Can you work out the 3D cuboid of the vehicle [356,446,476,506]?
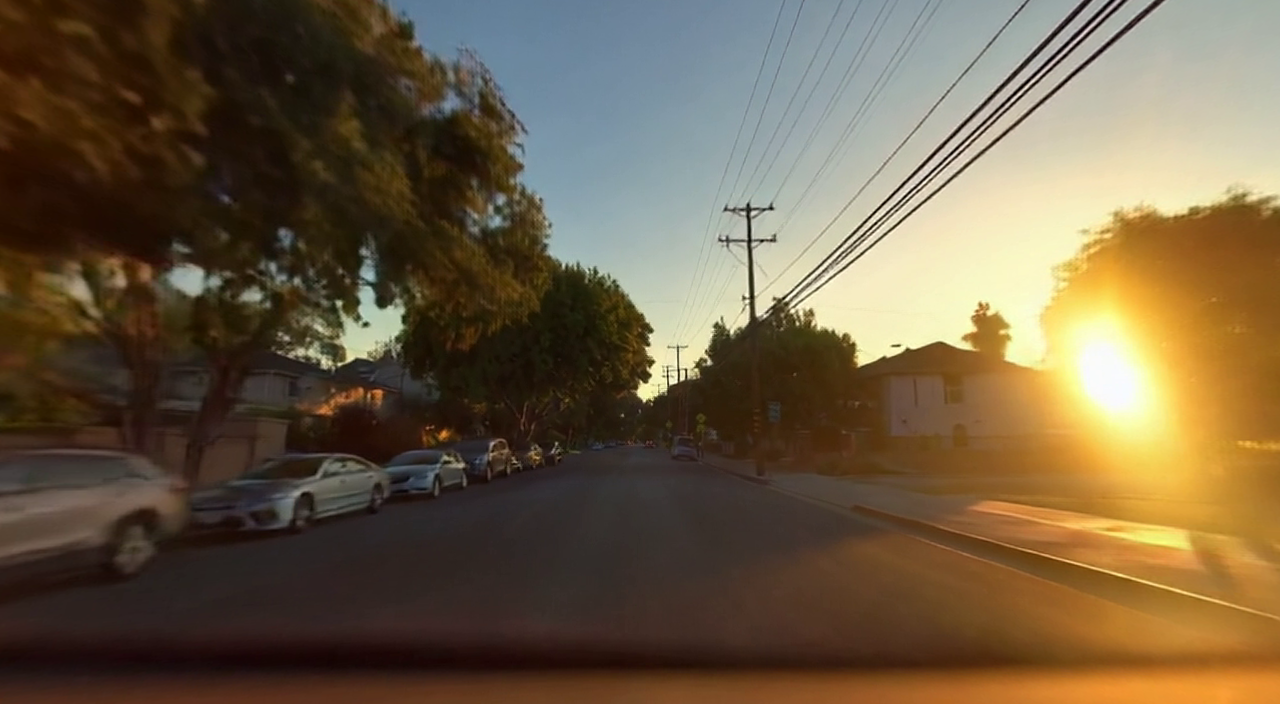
[{"bbox_3d":[-6.164,3.415,17.932,1.890,1.453,4.430,0,-8,-2],"label":"vehicle"}]

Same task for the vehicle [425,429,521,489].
[{"bbox_3d":[-6.251,4.085,24.436,2.222,2.022,5.547,0,-8,0],"label":"vehicle"}]

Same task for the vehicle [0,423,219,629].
[{"bbox_3d":[-6.244,1.495,5.634,1.848,1.698,4.482,0,-8,0],"label":"vehicle"}]

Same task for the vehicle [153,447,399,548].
[{"bbox_3d":[-6.263,2.496,11.636,1.816,1.460,4.542,0,-8,0],"label":"vehicle"}]
